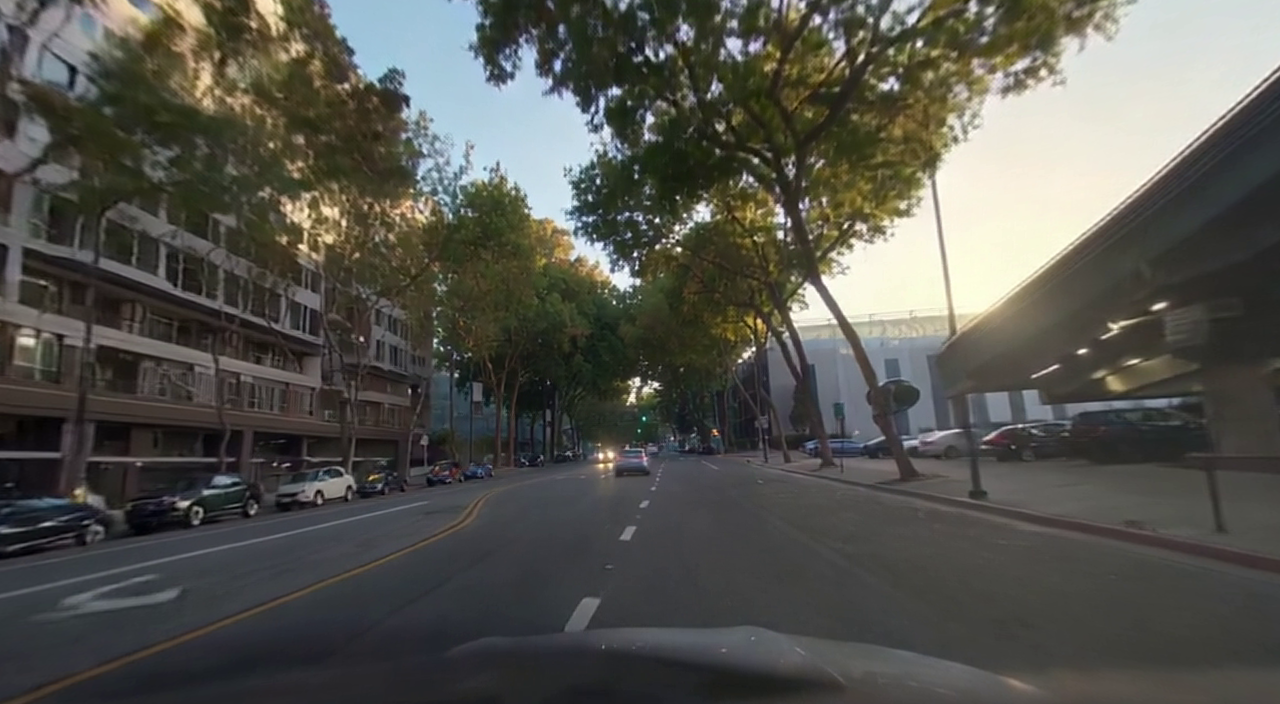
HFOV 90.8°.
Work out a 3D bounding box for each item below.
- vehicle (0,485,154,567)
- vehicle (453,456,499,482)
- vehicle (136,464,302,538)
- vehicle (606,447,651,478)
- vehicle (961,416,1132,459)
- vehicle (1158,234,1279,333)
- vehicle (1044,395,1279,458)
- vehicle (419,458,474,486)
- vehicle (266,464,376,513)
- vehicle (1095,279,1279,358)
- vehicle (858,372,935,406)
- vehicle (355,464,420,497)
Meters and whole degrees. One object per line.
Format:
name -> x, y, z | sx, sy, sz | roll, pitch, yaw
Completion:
vehicle -> -14.062, 3.946, 14.452 | 2.021, 1.438, 4.616 | -3, -9, 5
vehicle -> -12.209, 8.727, 47.339 | 2.016, 1.627, 4.742 | -2, -8, 3
vehicle -> -13.771, 4.834, 21.096 | 1.917, 1.775, 5.018 | -10, -10, 2
vehicle -> -0.501, 5.619, 32.526 | 2.051, 1.454, 4.132 | 0, -8, 3
vehicle -> 14.984, 3.222, 23.581 | 4.750, 1.519, 2.276 | 0, -9, 3
vehicle -> 13.503, -1.422, 13.083 | 3.826, 1.601, 1.807 | -3, -8, 1
vehicle -> 14.567, 2.158, 17.924 | 4.619, 1.626, 2.121 | -1, -8, 6
vehicle -> -12.562, 7.801, 41.304 | 1.997, 1.668, 4.084 | -1, -8, 4
vehicle -> -13.261, 5.668, 26.625 | 1.984, 1.635, 4.525 | -3, -9, 5
vehicle -> 13.776, -0.780, 15.528 | 3.770, 1.574, 1.671 | -1, -9, 5
vehicle -> 15.129, 2.222, 37.424 | 3.766, 1.708, 1.810 | -2, -10, 6
vehicle -> -12.956, 6.582, 32.635 | 1.646, 1.462, 3.740 | 0, -8, 2
